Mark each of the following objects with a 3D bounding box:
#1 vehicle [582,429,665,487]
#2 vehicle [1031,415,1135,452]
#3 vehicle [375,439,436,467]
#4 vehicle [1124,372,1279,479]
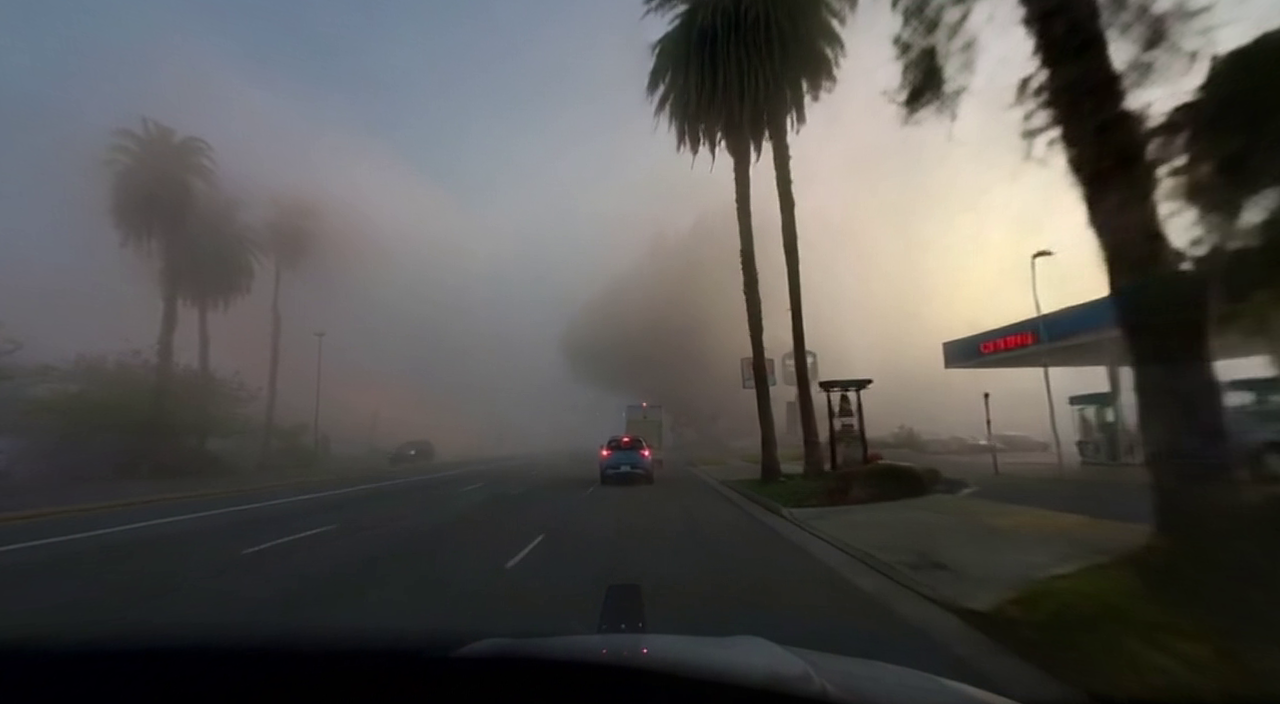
[{"bbox_3d":[-0.379,3.056,18.476,2.145,1.483,4.453,0,-8,1],"label":"vehicle"},{"bbox_3d":[22.110,4.147,31.598,1.853,1.698,4.468,1,-8,-2],"label":"vehicle"},{"bbox_3d":[-13.534,5.848,36.569,1.923,1.490,4.372,0,-8,-1],"label":"vehicle"},{"bbox_3d":[12.168,1.371,11.408,5.061,1.721,2.162,1,-8,-4],"label":"vehicle"}]
